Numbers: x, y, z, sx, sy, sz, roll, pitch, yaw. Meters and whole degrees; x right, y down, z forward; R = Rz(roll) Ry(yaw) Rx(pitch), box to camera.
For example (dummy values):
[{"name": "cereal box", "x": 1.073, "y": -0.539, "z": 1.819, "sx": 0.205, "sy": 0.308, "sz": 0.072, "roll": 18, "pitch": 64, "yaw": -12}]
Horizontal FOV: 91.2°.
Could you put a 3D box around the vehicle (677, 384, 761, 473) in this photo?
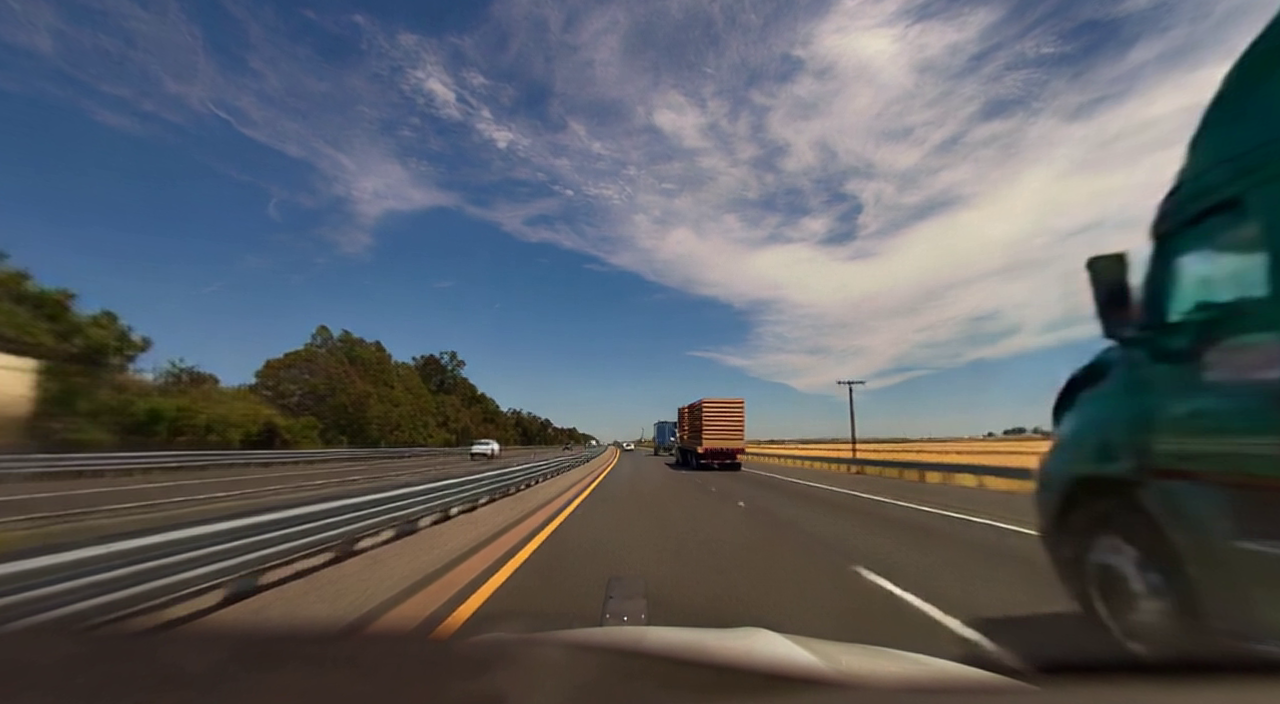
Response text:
[{"name": "vehicle", "x": 4.038, "y": 4.513, "z": 35.780, "sx": 3.024, "sy": 4.065, "sz": 13.796, "roll": 0, "pitch": -8, "yaw": 0}]
